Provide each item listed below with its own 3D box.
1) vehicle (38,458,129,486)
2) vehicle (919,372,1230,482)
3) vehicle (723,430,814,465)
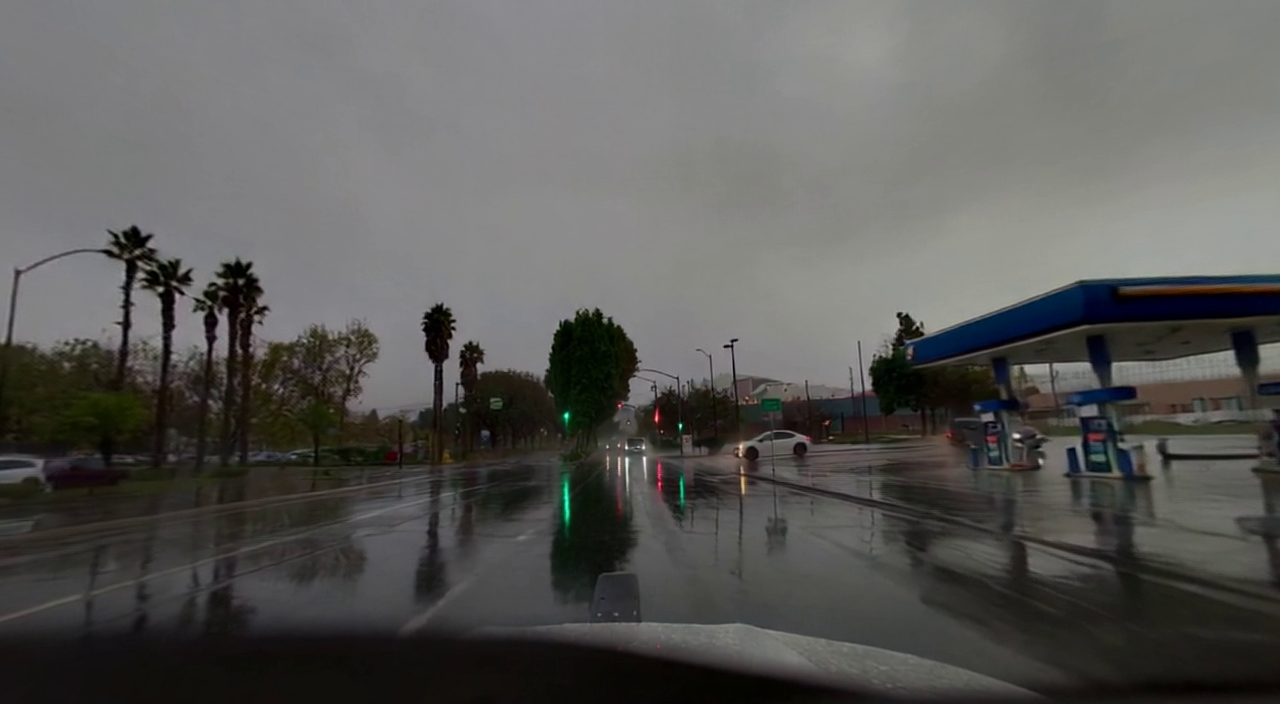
[{"bbox_3d":[-36.377,7.824,41.474,1.917,1.684,4.567,0,-9,-2],"label":"vehicle"},{"bbox_3d":[13.351,2.653,21.279,2.944,2.783,10.332,0,-8,-2],"label":"vehicle"},{"bbox_3d":[8.463,6.205,41.326,6.059,2.082,2.703,7,-11,-42],"label":"vehicle"}]
